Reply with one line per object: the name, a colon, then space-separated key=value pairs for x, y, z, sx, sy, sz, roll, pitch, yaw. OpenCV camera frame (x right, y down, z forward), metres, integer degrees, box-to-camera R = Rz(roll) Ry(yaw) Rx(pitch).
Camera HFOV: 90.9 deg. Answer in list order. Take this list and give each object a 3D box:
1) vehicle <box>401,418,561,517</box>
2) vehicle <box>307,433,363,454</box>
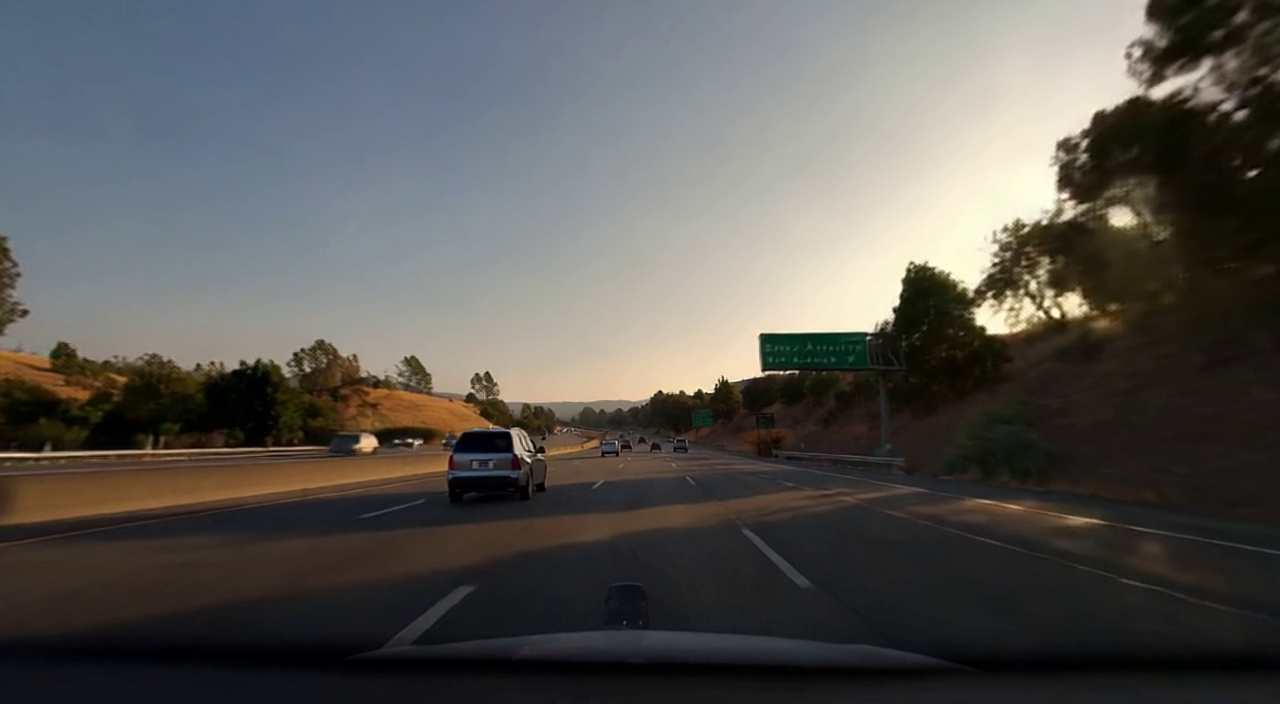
vehicle: x=-3.317 y=2.557 z=14.391 sx=2.218 sy=1.848 sz=4.789 roll=-1 pitch=-9 yaw=2
vehicle: x=-23.285 y=7.025 z=48.330 sx=1.947 sy=1.558 sz=4.555 roll=-1 pitch=-9 yaw=1
